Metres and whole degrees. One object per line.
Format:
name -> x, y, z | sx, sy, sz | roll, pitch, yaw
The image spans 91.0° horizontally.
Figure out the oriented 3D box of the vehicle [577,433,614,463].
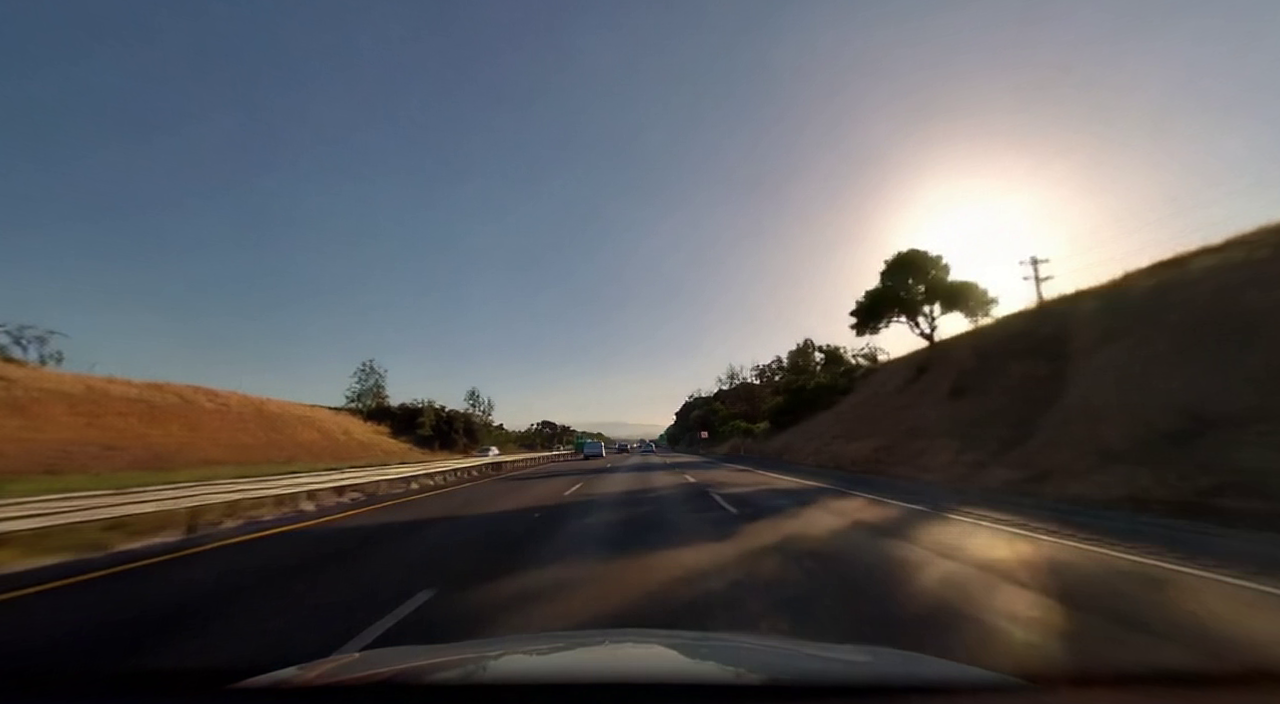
vehicle -> -3.132, 6.934, 45.545 | 2.286, 2.011, 4.452 | 0, -8, 1
